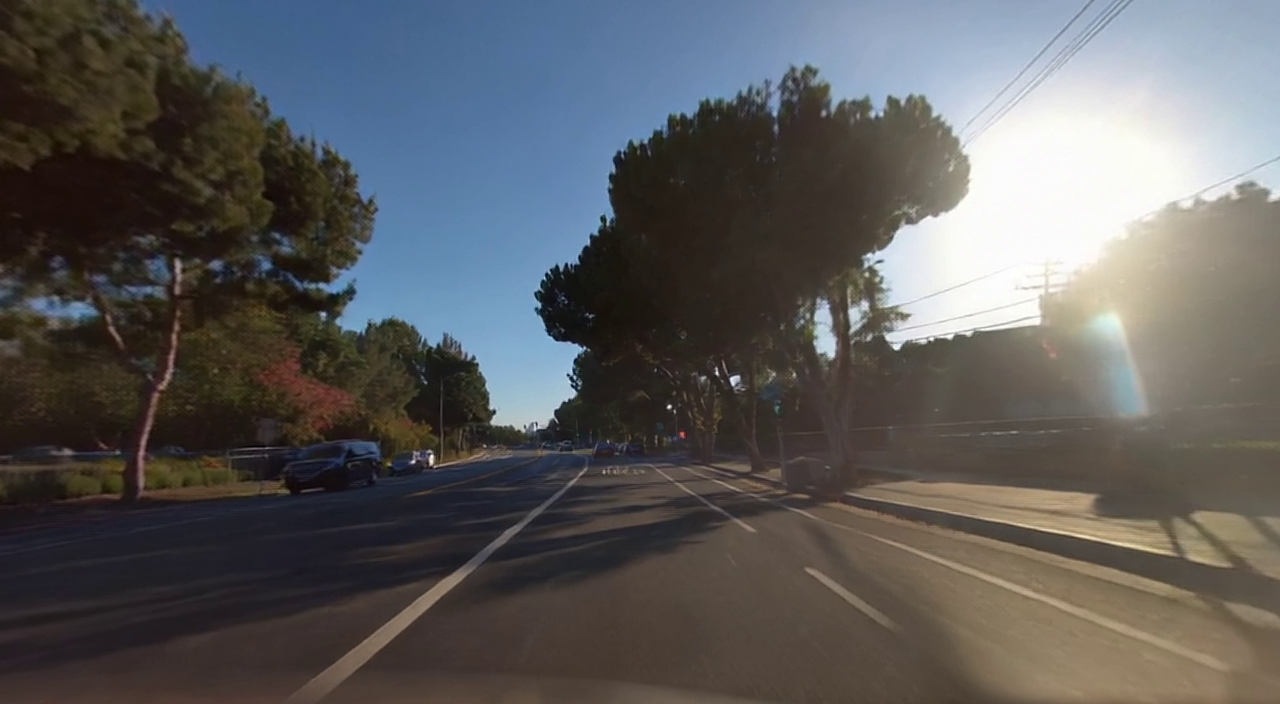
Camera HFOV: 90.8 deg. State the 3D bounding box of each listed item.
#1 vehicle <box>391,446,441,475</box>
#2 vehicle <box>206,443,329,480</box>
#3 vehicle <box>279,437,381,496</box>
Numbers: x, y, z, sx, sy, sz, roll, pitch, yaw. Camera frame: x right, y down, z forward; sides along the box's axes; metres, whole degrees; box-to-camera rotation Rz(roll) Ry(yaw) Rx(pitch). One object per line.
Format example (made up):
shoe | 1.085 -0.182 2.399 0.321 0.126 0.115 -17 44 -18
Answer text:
vehicle | -14.760 7.182 41.842 2.090 1.680 4.434 -2 -9 -5
vehicle | -19.906 5.840 33.964 5.168 1.886 2.283 0 -8 2
vehicle | -13.519 4.928 27.972 2.314 2.144 5.403 -3 -7 -6
